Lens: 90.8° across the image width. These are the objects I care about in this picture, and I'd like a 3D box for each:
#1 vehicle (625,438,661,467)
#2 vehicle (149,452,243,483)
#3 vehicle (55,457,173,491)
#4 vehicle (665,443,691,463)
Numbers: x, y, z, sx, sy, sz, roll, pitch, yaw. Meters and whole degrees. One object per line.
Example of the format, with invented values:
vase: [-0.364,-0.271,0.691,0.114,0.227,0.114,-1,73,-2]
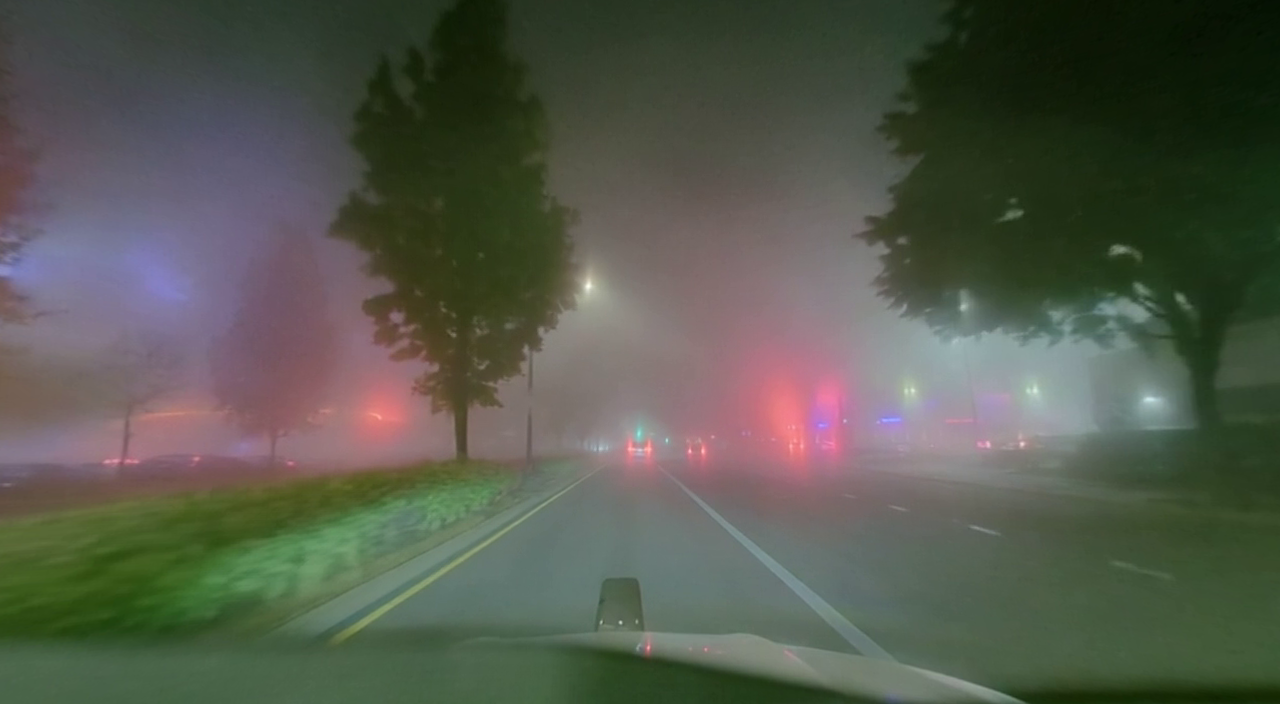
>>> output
vehicle: [0.173,6.282,39.506,2.100,1.683,4.231,0,-8,0]
vehicle: [-25.769,6.687,36.913,2.051,1.644,4.674,0,-8,1]
vehicle: [-26.315,6.083,31.845,1.815,1.470,4.581,-1,-8,4]
vehicle: [2.904,7.799,48.902,1.685,1.441,3.795,0,-8,-1]
